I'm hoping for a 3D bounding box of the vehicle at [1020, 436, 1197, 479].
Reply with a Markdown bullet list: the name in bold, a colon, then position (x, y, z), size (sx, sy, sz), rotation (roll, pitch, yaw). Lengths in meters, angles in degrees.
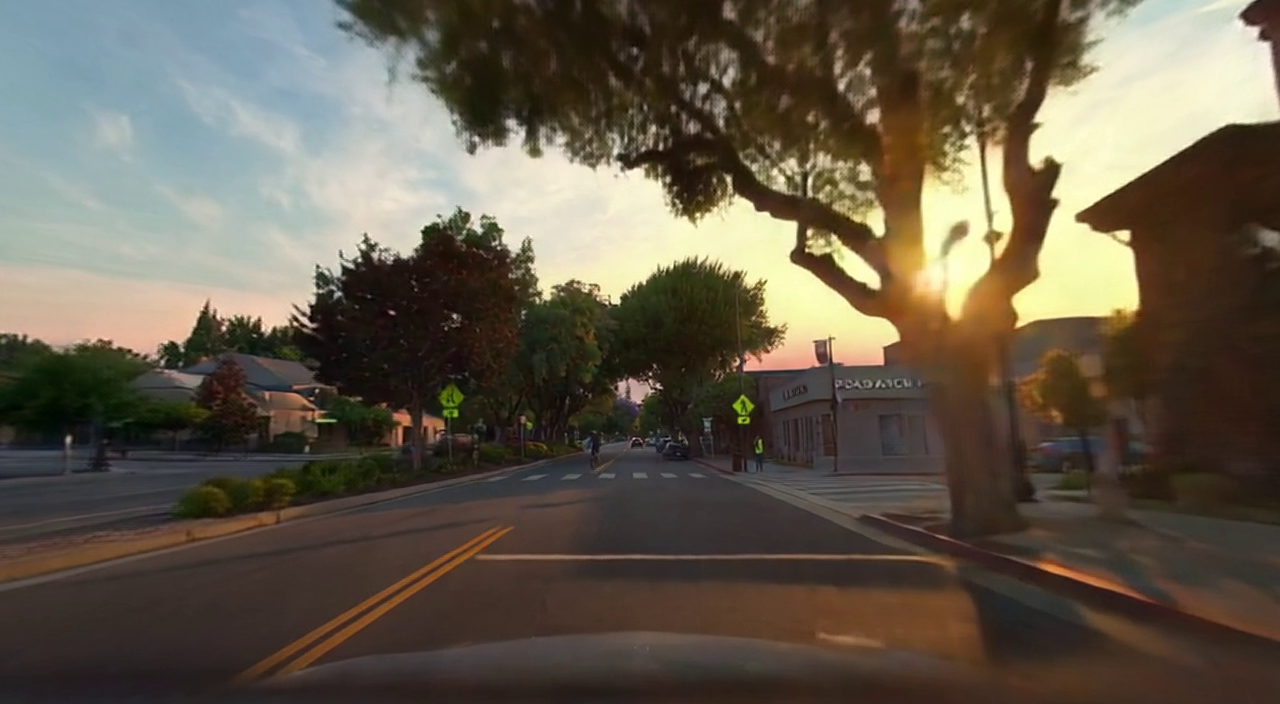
- **vehicle**: position (16.713, 3.754, 22.775), size (4.563, 1.457, 2.139), rotation (-1, -7, 6)
